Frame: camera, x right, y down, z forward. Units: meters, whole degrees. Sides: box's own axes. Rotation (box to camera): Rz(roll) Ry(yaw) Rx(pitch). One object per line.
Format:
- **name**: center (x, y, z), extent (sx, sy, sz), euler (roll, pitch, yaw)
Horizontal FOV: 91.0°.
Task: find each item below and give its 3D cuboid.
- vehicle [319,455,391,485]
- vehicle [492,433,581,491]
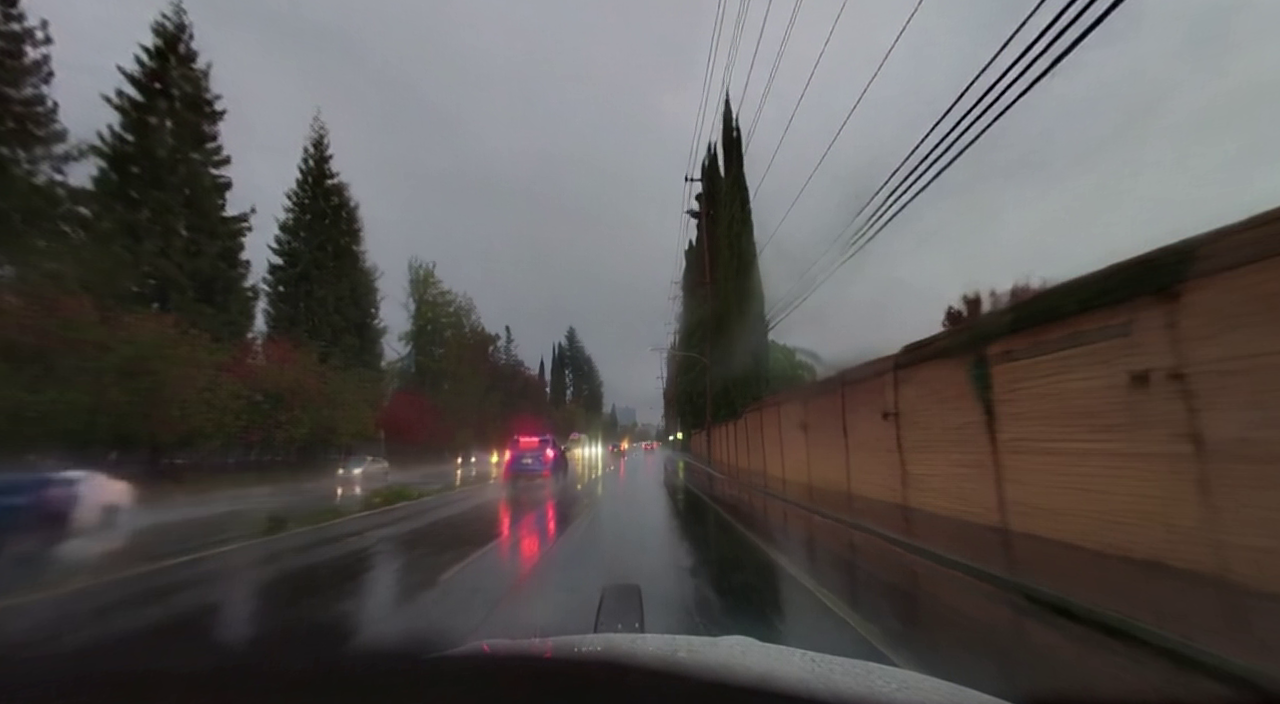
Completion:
- **vehicle**: center (-15.732, 6.513, 34.984), extent (1.921, 1.467, 4.297), euler (0, -8, 1)
- **vehicle**: center (-3.320, 3.635, 21.149), extent (2.147, 1.730, 4.555), euler (0, -8, 1)
